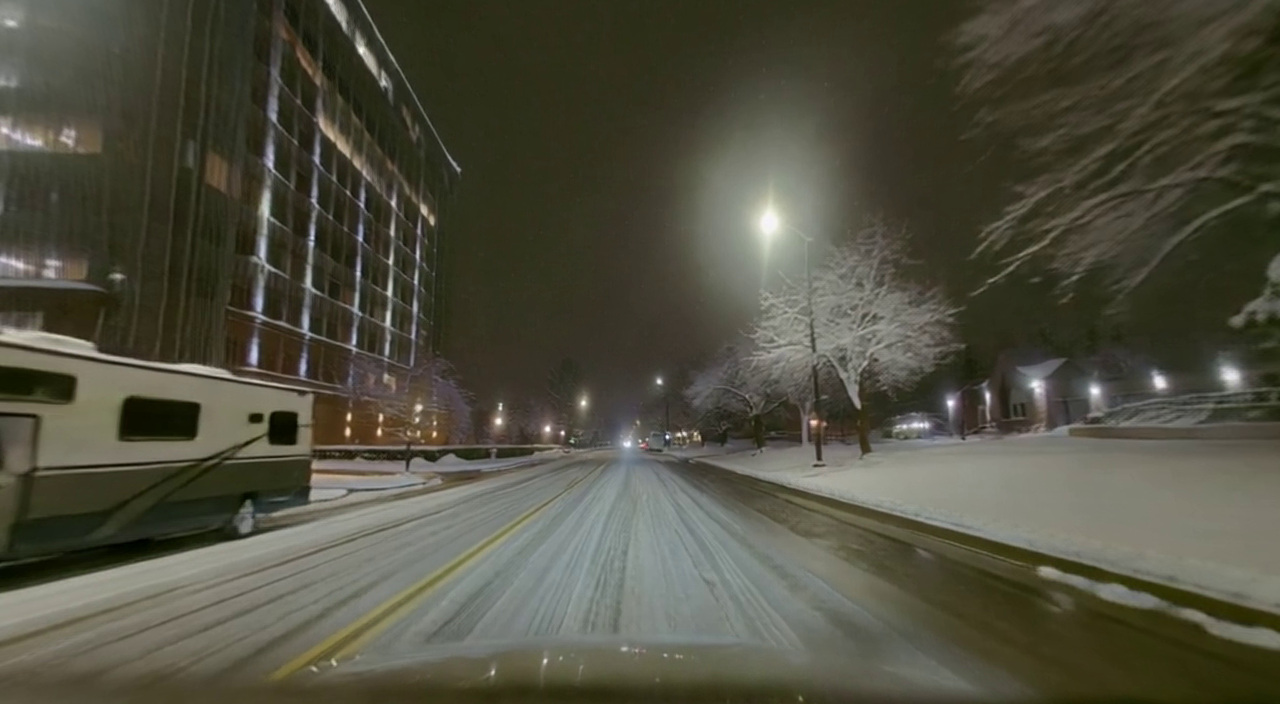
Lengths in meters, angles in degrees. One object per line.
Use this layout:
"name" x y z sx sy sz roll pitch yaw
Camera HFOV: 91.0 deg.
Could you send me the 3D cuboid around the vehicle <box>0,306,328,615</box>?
"vehicle" -7.435 1.274 7.963 3.108 2.771 7.999 1 -8 -2
